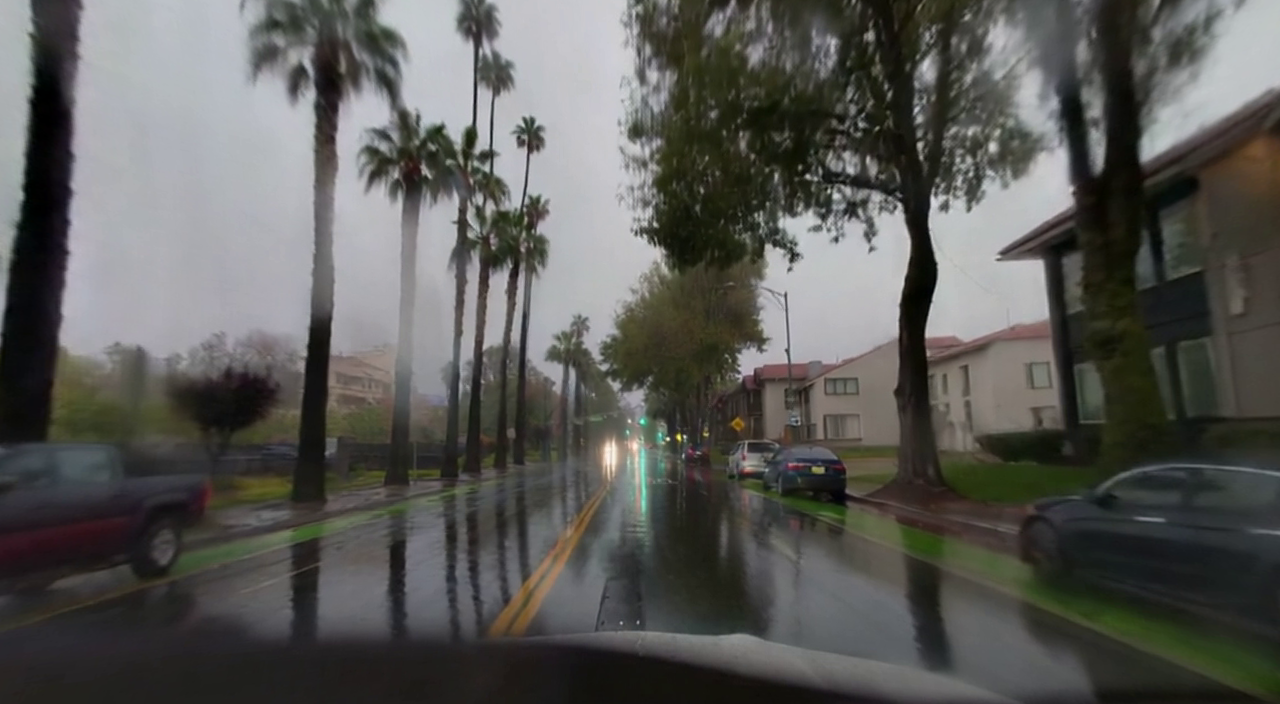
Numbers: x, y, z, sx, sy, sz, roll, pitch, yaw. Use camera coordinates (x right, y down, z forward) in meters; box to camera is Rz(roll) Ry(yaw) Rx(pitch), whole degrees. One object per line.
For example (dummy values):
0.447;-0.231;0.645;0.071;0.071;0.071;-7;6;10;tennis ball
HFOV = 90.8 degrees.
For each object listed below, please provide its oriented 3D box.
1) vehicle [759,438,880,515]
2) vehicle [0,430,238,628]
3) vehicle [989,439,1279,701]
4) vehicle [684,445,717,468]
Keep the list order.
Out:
4.540;3.198;16.724;2.000;1.732;4.298;-1;-9;1;vehicle
-6.950;1.743;6.544;2.220;1.786;5.161;-1;-8;-1;vehicle
4.722;1.277;3.876;2.141;1.480;5.016;0;-9;-2;vehicle
4.540;7.904;47.995;1.997;1.640;4.494;0;-9;-1;vehicle
